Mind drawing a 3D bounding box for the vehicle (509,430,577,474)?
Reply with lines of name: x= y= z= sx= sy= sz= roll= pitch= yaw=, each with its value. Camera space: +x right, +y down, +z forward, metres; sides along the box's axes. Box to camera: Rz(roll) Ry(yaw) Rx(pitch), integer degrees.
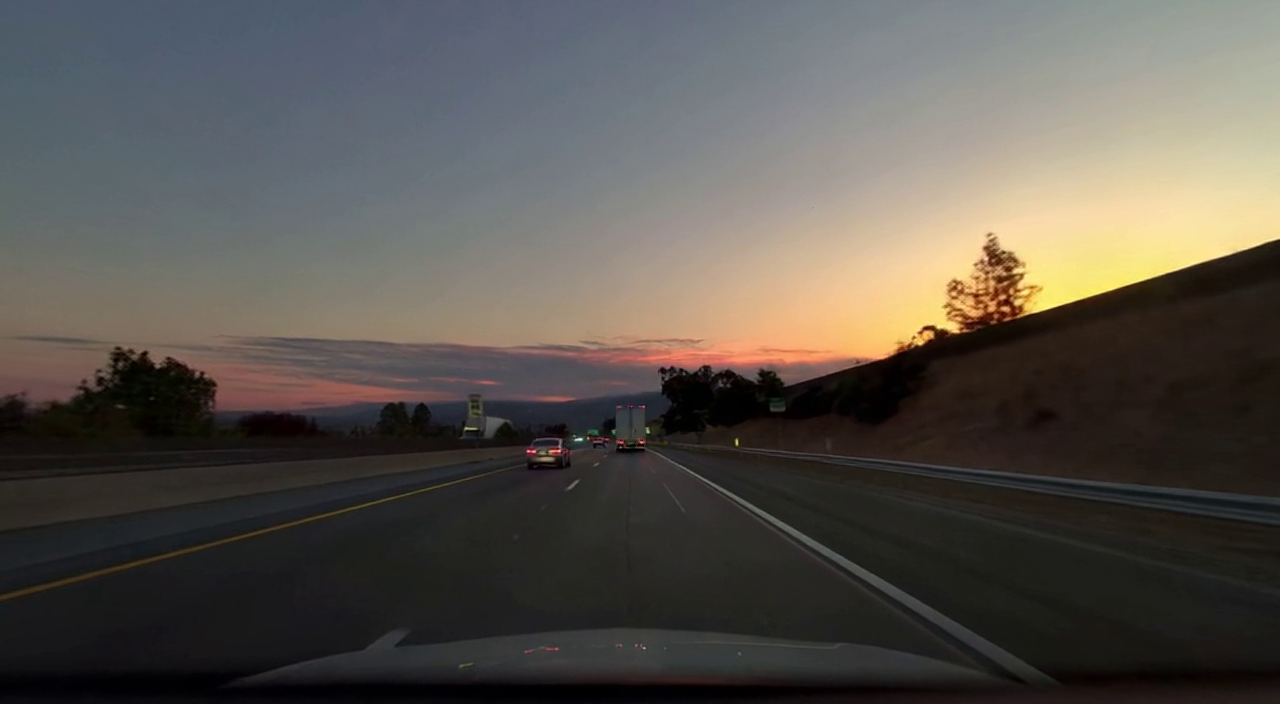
vehicle: x=-3.863 y=4.078 z=26.067 sx=2.123 sy=1.655 sz=4.688 roll=0 pitch=-8 yaw=-1
